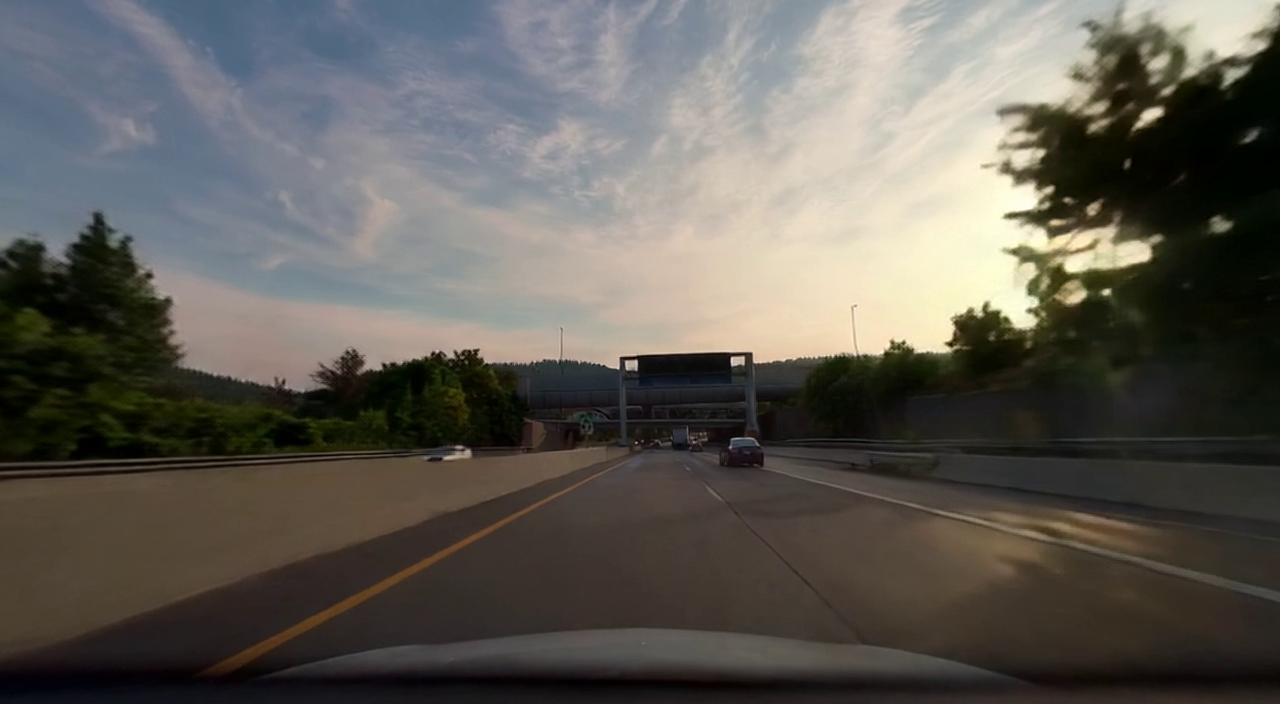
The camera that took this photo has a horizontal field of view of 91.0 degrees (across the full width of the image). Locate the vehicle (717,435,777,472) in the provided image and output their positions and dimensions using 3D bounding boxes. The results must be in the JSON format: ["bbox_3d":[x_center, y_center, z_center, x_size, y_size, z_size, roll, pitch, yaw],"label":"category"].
[{"bbox_3d":[4.719,4.537,28.339,1.954,1.550,4.140,0,-8,0],"label":"vehicle"}]

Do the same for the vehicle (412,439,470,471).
[{"bbox_3d":[-11.960,6.202,38.091,1.972,1.787,4.260,-1,-8,1],"label":"vehicle"}]
